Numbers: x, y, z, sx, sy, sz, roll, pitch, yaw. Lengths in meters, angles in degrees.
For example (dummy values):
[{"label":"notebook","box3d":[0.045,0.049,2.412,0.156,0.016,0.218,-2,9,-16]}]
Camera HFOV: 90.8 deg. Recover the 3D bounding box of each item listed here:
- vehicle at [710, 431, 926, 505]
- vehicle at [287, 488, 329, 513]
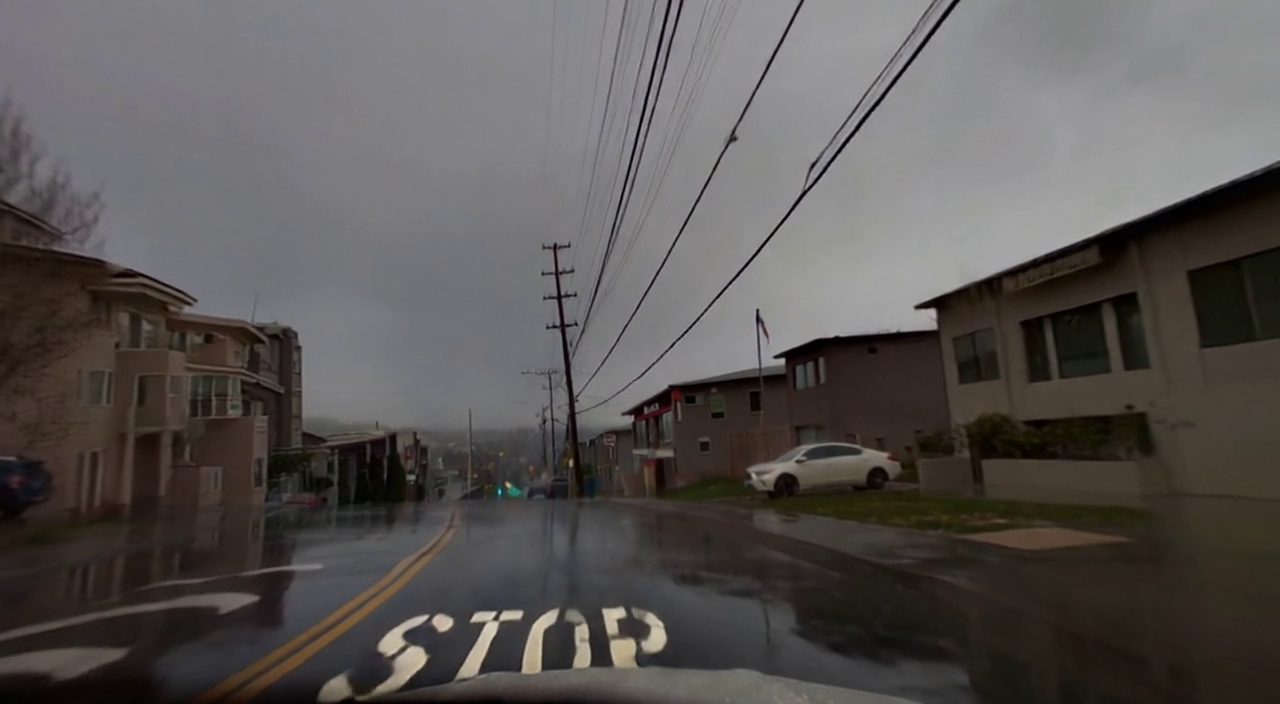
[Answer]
[{"label":"vehicle","box3d":[5.135,3.358,18.617,5.578,1.842,2.300,0,-9,-12]},{"label":"vehicle","box3d":[-25.036,11.156,47.542,1.994,1.515,4.385,6,-11,-37]}]
